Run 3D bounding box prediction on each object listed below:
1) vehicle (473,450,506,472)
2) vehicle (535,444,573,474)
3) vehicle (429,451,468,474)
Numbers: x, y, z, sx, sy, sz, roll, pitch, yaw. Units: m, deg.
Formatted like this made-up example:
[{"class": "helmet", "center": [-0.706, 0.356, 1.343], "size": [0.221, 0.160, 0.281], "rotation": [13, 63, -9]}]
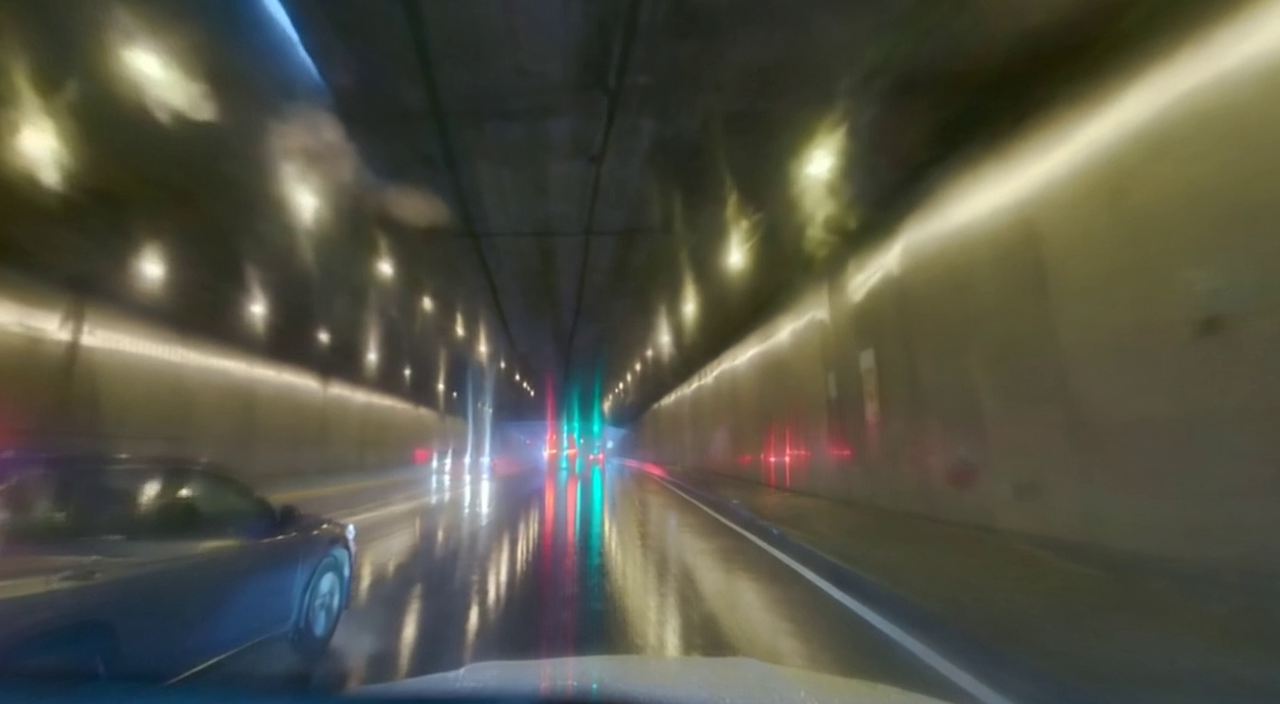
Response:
[{"class": "vehicle", "center": [-10.899, 7.899, 45.902], "size": [1.691, 1.439, 4.136], "rotation": [0, -9, -4]}, {"class": "vehicle", "center": [-5.194, 6.499, 38.661], "size": [1.961, 1.725, 4.315], "rotation": [0, -9, -4]}, {"class": "vehicle", "center": [-14.163, 8.173, 46.936], "size": [1.788, 1.622, 4.284], "rotation": [0, -9, -4]}]
